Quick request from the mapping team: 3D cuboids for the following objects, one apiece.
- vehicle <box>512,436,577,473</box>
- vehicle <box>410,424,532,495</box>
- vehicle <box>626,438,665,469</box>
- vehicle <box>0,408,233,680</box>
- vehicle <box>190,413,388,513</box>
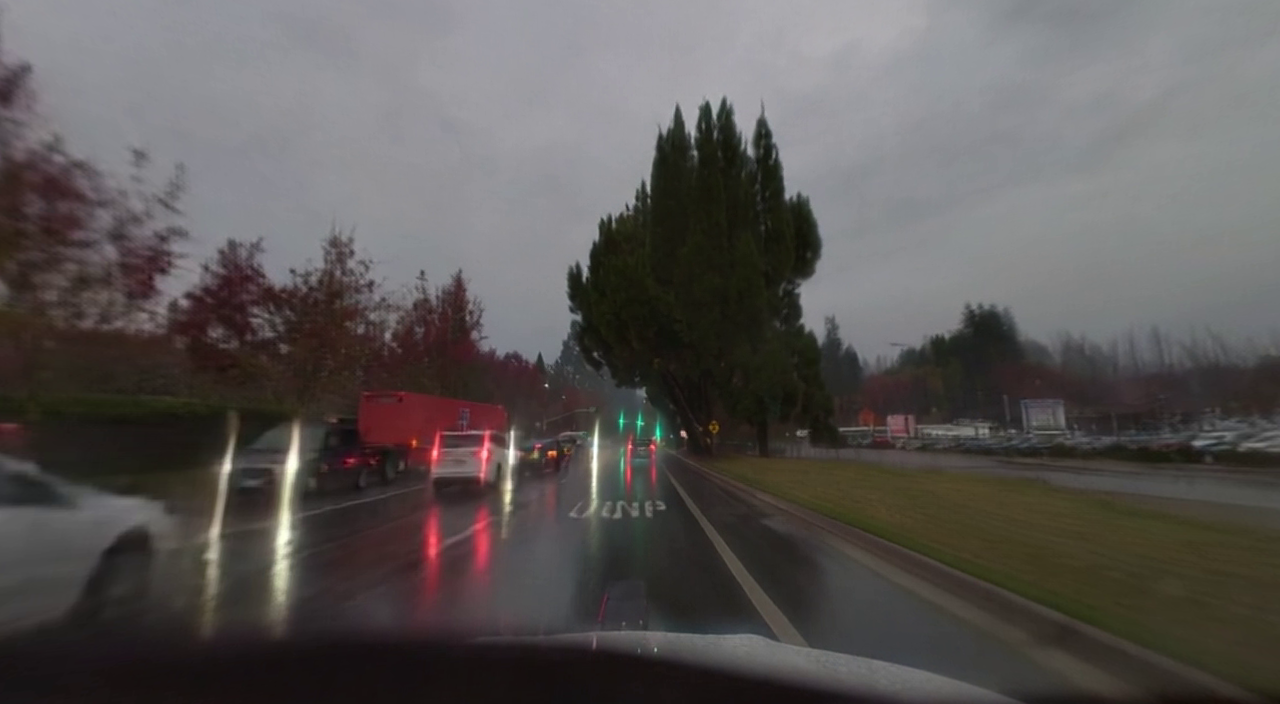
[{"bbox_3d":[-4.118,4.517,27.928,2.121,1.485,4.363,0,-8,1],"label":"vehicle"},{"bbox_3d":[-4.505,2.947,17.635,2.042,1.713,4.493,-1,-8,2],"label":"vehicle"},{"bbox_3d":[0.269,5.165,32.219,1.875,1.453,3.888,0,-8,0],"label":"vehicle"},{"bbox_3d":[-4.561,1.048,3.381,2.068,1.480,4.039,0,-8,0],"label":"vehicle"},{"bbox_3d":[-7.995,2.519,14.978,2.062,1.820,4.577,-5,-7,1],"label":"vehicle"}]
